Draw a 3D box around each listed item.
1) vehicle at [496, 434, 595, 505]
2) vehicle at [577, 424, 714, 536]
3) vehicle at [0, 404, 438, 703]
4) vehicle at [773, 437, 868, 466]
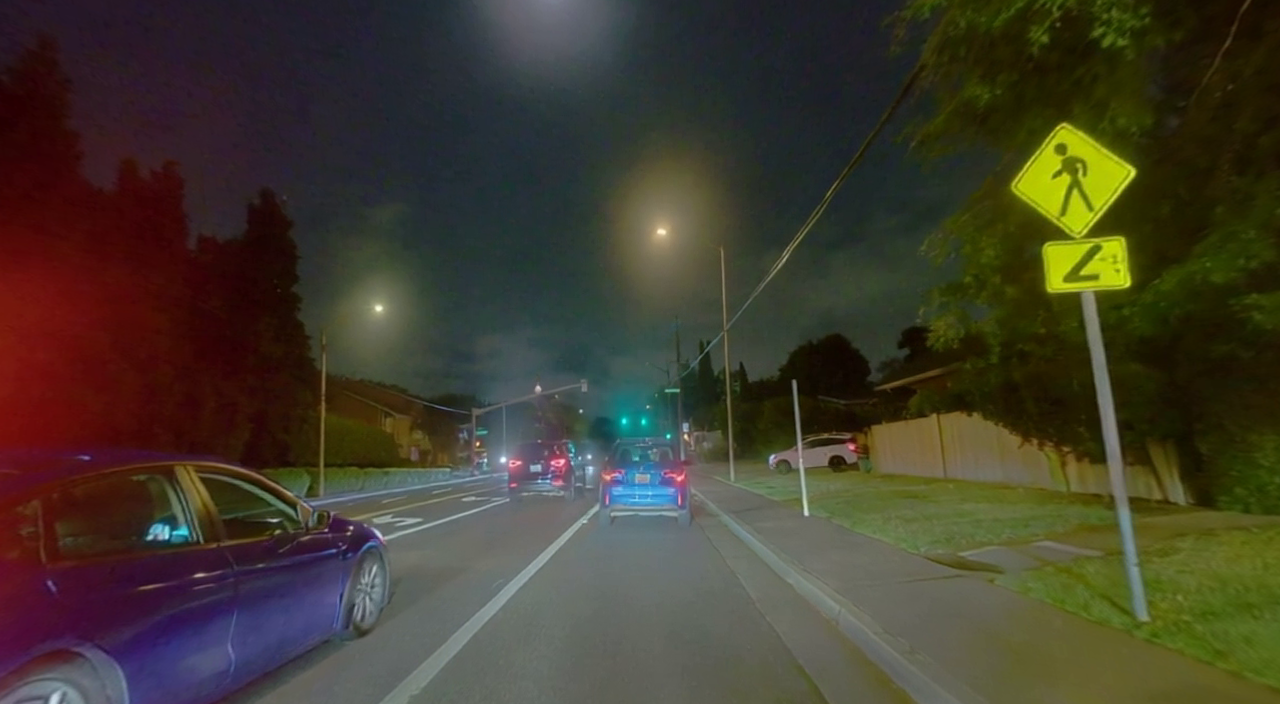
[{"bbox_3d":[-2.494,3.229,17.731,2.000,1.737,4.133,0,-9,2],"label":"vehicle"},{"bbox_3d":[0.153,2.282,11.812,2.120,1.718,3.909,0,-9,2],"label":"vehicle"},{"bbox_3d":[-2.862,1.114,3.282,1.968,1.472,4.685,0,-9,1],"label":"vehicle"},{"bbox_3d":[9.531,5.295,33.567,4.456,1.504,1.914,0,-8,2],"label":"vehicle"}]
